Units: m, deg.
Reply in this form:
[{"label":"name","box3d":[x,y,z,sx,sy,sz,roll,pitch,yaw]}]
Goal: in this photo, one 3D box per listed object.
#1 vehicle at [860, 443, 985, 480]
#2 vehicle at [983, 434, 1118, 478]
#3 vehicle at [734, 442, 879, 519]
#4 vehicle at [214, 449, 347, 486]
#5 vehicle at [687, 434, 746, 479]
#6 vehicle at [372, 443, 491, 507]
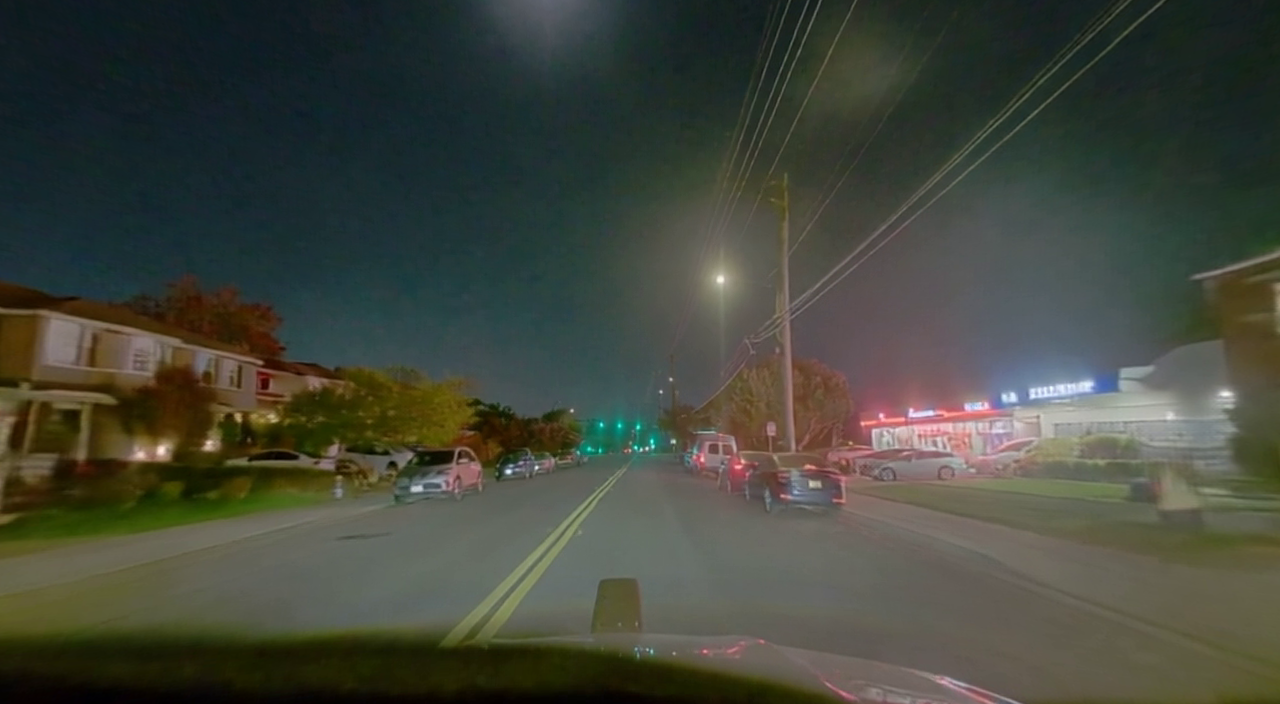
[{"label":"vehicle","box3d":[12.534,4.913,28.174,4.606,1.484,2.042,1,-11,1]},{"label":"vehicle","box3d":[18.422,4.685,28.415,4.555,1.796,2.001,-2,-9,1]},{"label":"vehicle","box3d":[3.745,3.021,15.272,2.112,1.528,4.944,0,-9,-1]},{"label":"vehicle","box3d":[-15.310,4.946,26.996,4.388,1.466,2.008,1,-9,-1]},{"label":"vehicle","box3d":[3.917,5.512,33.218,2.396,2.164,5.381,0,-9,0]},{"label":"vehicle","box3d":[-6.129,3.654,19.127,1.989,1.693,4.292,-1,-9,2]}]
